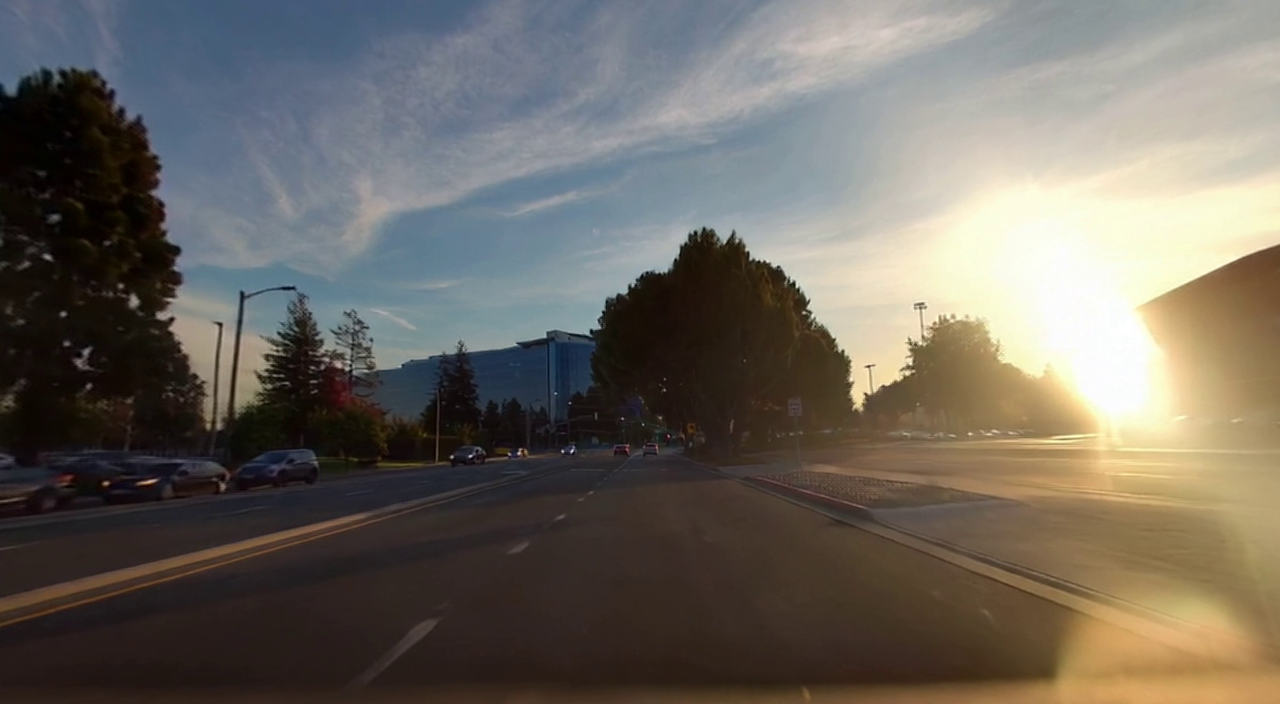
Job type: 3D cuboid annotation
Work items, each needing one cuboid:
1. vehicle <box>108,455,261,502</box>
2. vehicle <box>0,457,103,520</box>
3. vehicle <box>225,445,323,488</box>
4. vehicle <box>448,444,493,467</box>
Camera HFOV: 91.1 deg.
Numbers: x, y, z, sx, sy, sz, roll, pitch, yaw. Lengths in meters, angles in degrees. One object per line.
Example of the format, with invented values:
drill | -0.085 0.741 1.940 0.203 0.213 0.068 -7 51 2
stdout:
vehicle | -17.329 4.802 24.298 1.955 1.486 5.112 0 -8 2
vehicle | -17.244 3.571 16.329 2.014 1.515 5.027 0 -8 2
vehicle | -17.248 5.373 29.863 1.998 1.724 4.486 -3 -9 0
vehicle | -13.257 8.097 49.352 2.145 1.754 4.777 0 -8 1
